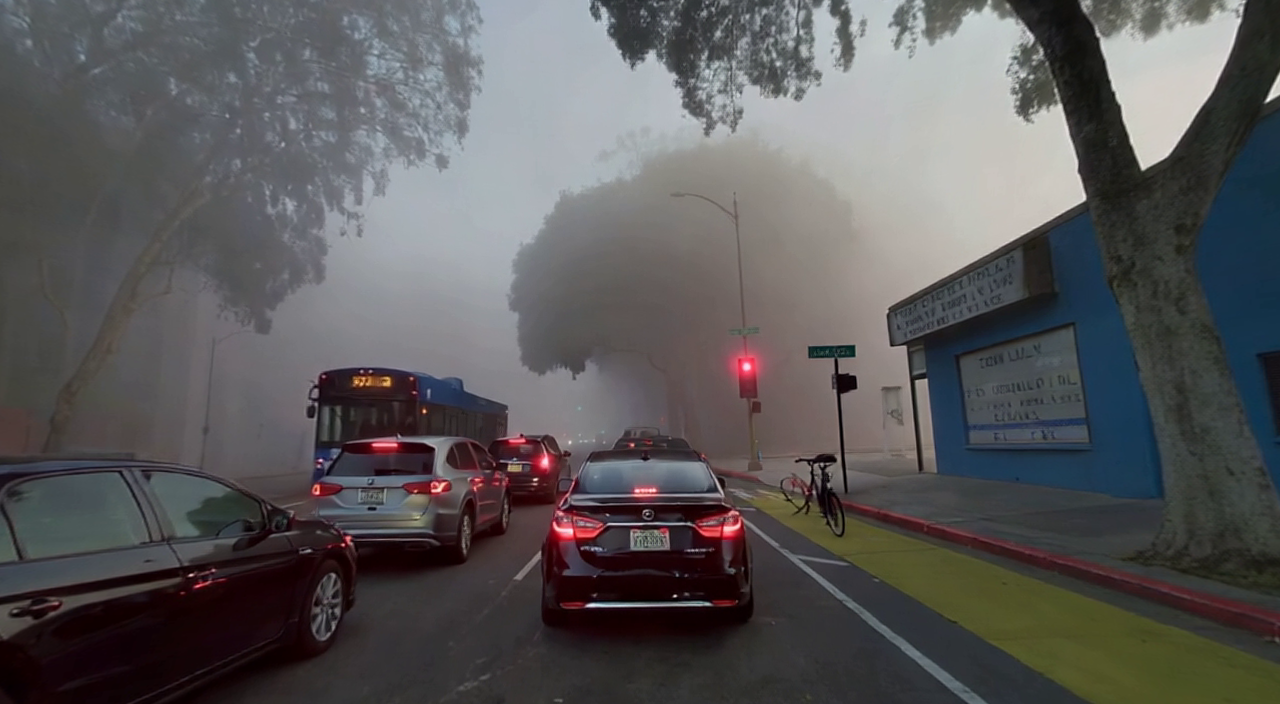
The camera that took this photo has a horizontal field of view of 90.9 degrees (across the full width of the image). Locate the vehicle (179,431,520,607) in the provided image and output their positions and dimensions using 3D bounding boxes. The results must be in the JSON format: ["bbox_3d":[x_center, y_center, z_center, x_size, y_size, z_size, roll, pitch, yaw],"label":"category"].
[{"bbox_3d":[-2.912,1.752,7.634,1.944,1.481,4.385,0,-8,1],"label":"vehicle"}]

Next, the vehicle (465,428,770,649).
[{"bbox_3d":[-0.138,1.526,6.167,2.031,1.461,3.763,0,-8,0],"label":"vehicle"}]

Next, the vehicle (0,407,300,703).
[{"bbox_3d":[-3.164,0.870,1.702,1.867,1.486,4.452,0,-8,2],"label":"vehicle"}]
